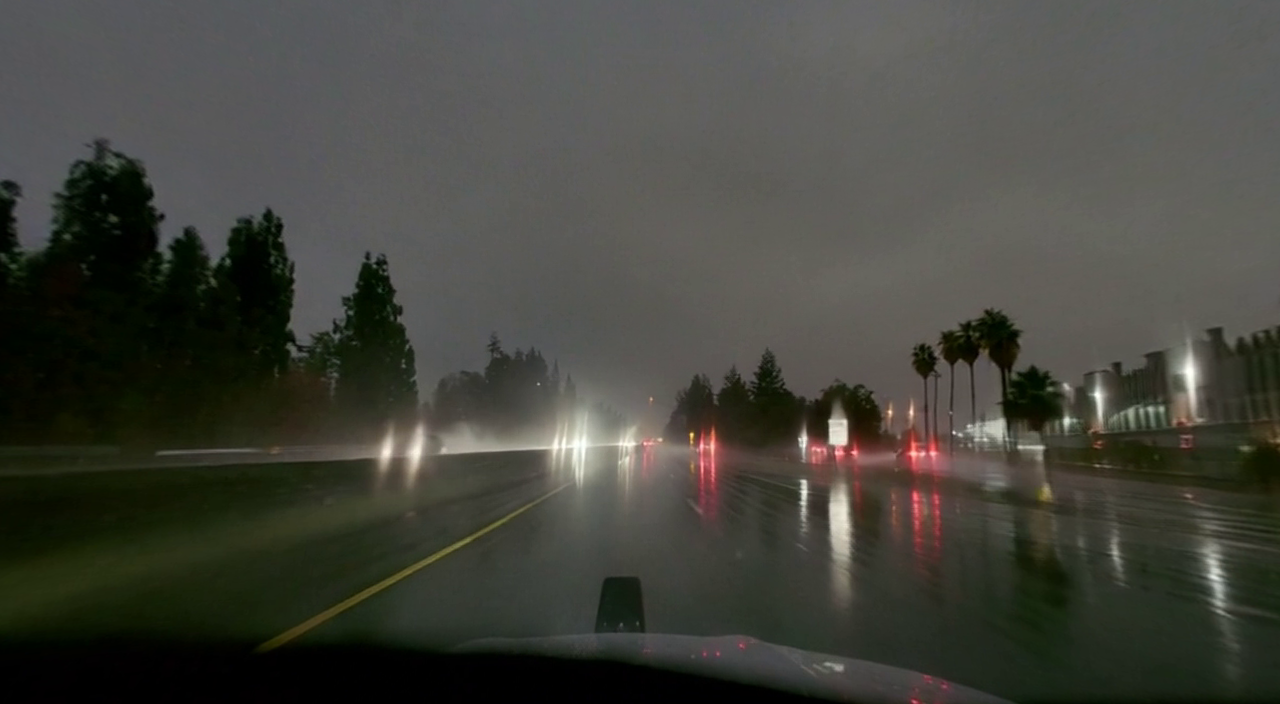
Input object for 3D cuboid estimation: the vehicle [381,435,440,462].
[{"bbox_3d":[-13.469,5.684,37.320,1.881,1.496,4.351,0,-8,0],"label":"vehicle"}]
